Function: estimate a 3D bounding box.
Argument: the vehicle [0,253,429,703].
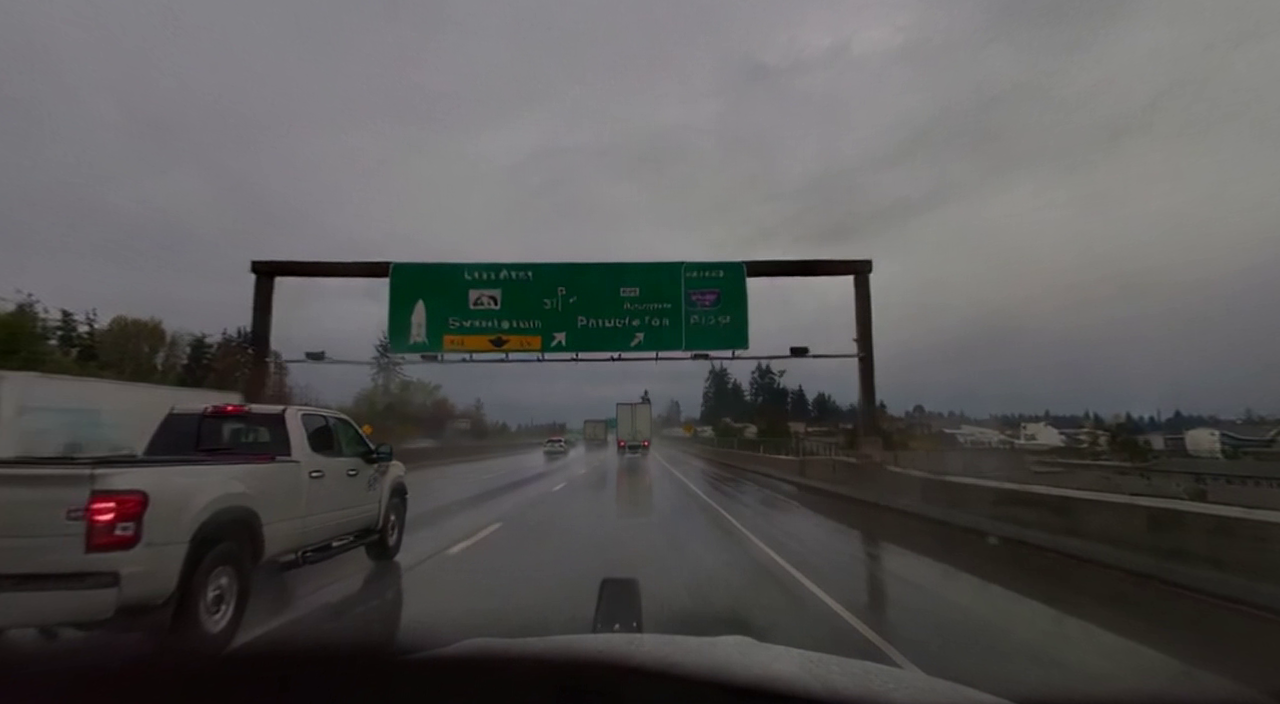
[{"bbox_3d":[-3.520,0.946,4.761,2.223,2.045,4.798,0,-8,-1],"label":"vehicle"}]
